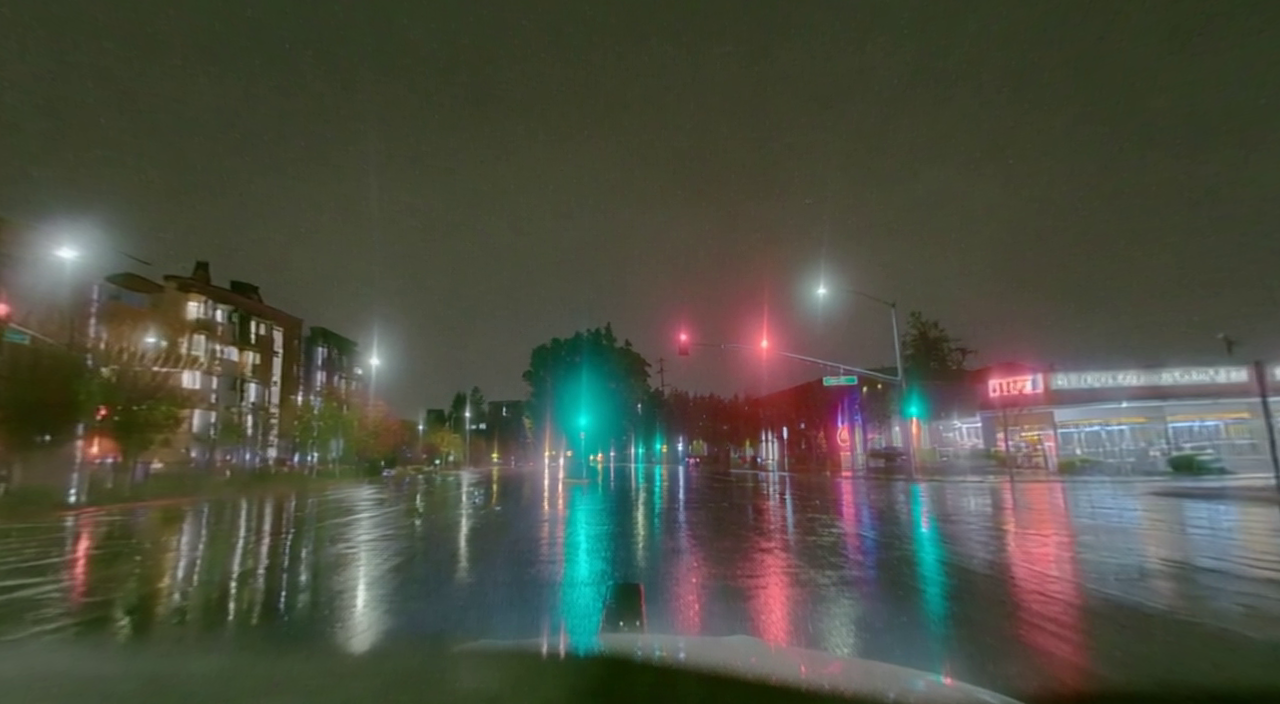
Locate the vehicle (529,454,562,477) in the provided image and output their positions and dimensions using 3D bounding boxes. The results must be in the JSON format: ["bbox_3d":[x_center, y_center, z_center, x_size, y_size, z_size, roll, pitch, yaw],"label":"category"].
[{"bbox_3d":[-6.581,7.911,44.326,1.894,1.474,4.332,0,-8,-3],"label":"vehicle"}]
